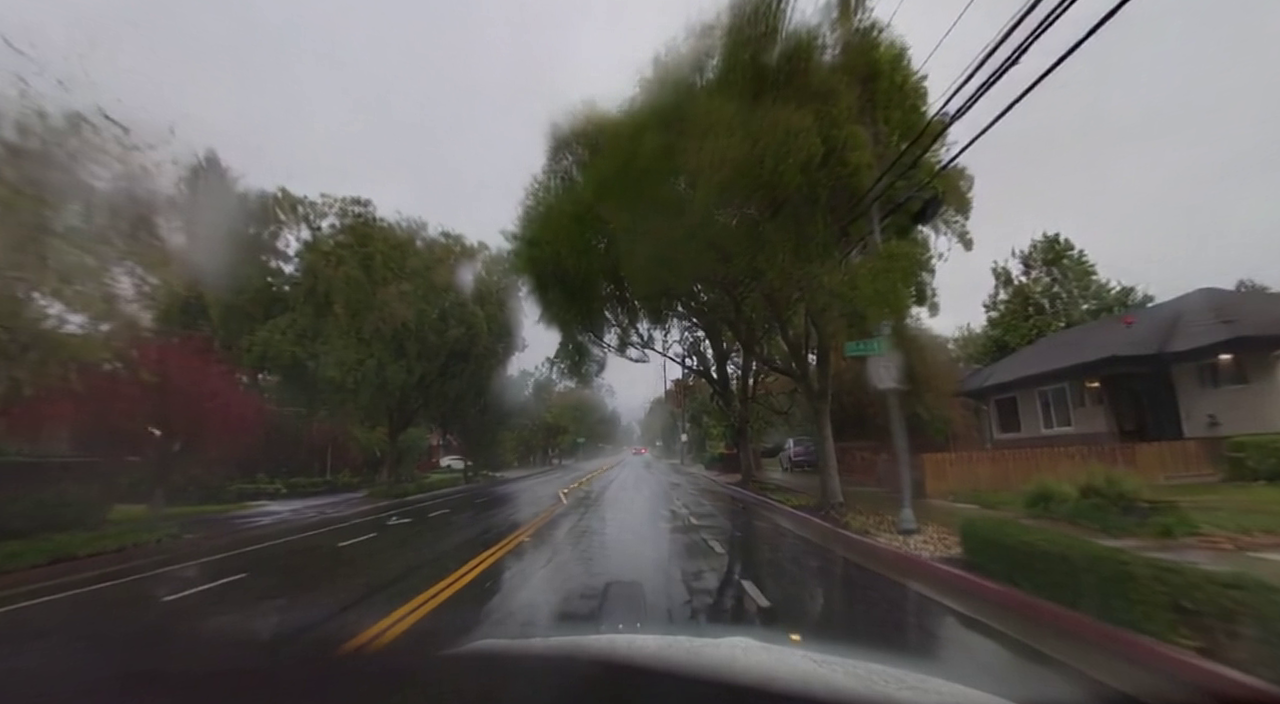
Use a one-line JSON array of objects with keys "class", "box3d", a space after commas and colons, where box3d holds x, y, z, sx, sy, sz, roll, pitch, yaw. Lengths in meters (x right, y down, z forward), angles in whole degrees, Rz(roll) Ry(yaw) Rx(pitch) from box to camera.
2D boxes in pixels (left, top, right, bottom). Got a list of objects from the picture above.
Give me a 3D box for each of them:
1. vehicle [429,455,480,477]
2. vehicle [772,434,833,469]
[{"class": "vehicle", "box3d": [-14.018, 8.552, 47.666, 2.027, 1.518, 4.698, 7, -11, -38]}, {"class": "vehicle", "box3d": [9.657, 5.957, 38.036, 2.102, 1.822, 4.802, -3, -8, -3]}]
